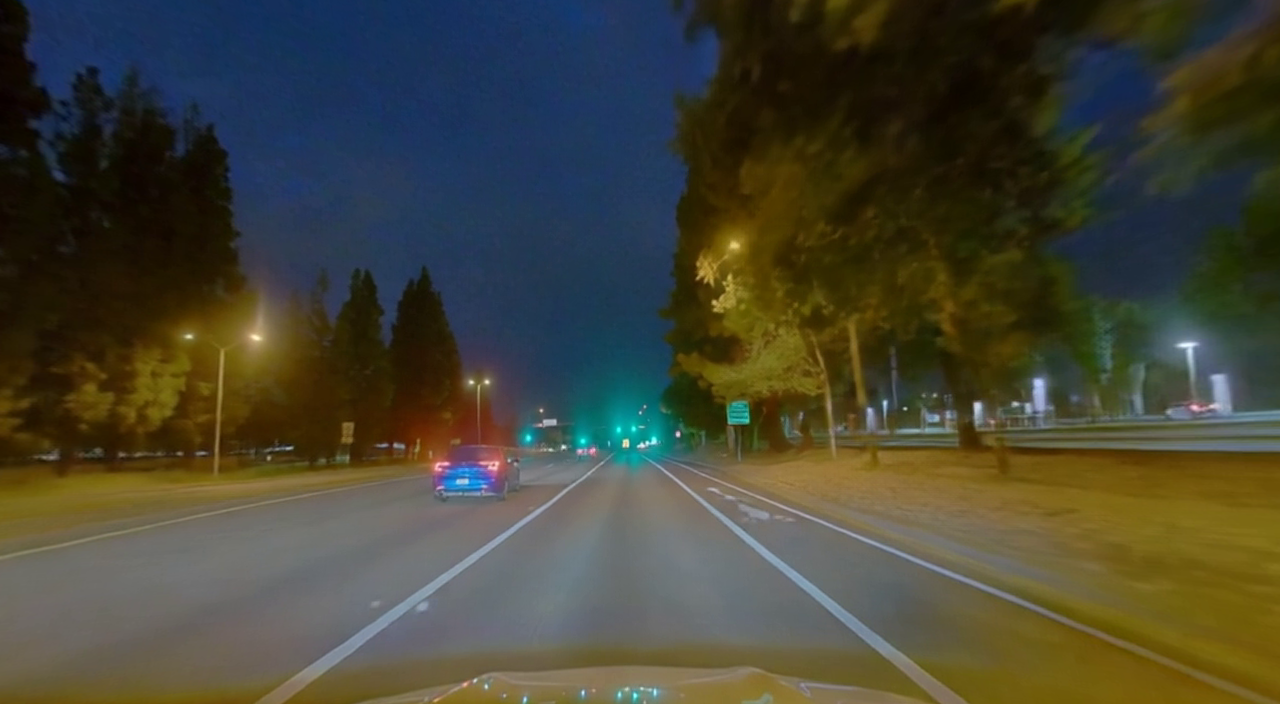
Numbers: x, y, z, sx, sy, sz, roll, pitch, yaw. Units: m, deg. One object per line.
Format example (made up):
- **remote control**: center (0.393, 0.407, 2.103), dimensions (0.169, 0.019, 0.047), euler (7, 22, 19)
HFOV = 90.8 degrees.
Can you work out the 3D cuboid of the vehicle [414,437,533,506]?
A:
- **vehicle**: center (-3.981, 2.904, 15.874), dimensions (1.964, 1.472, 4.078), euler (0, -8, -2)
